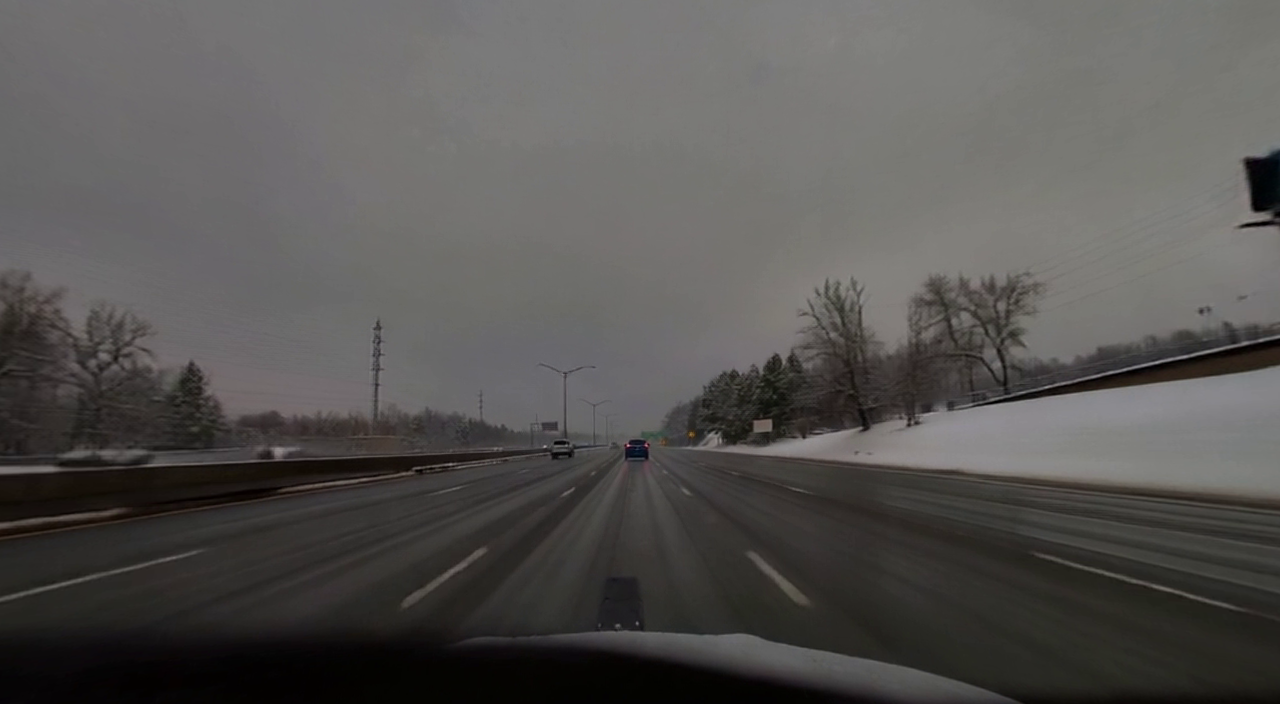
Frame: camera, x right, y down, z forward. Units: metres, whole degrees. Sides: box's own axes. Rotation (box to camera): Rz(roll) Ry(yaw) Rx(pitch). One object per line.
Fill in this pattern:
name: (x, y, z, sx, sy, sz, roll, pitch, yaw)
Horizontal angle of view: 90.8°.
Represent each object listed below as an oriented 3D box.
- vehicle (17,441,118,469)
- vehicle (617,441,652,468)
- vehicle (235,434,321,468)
vehicle: (-31.869, 5.722, 35.323, 1.829, 1.472, 3.940, 0, -8, 2)
vehicle: (-0.360, 6.332, 39.266, 2.074, 1.574, 3.971, 0, -8, -1)
vehicle: (-16.584, 4.565, 29.132, 1.731, 1.446, 3.527, -1, -8, 2)
